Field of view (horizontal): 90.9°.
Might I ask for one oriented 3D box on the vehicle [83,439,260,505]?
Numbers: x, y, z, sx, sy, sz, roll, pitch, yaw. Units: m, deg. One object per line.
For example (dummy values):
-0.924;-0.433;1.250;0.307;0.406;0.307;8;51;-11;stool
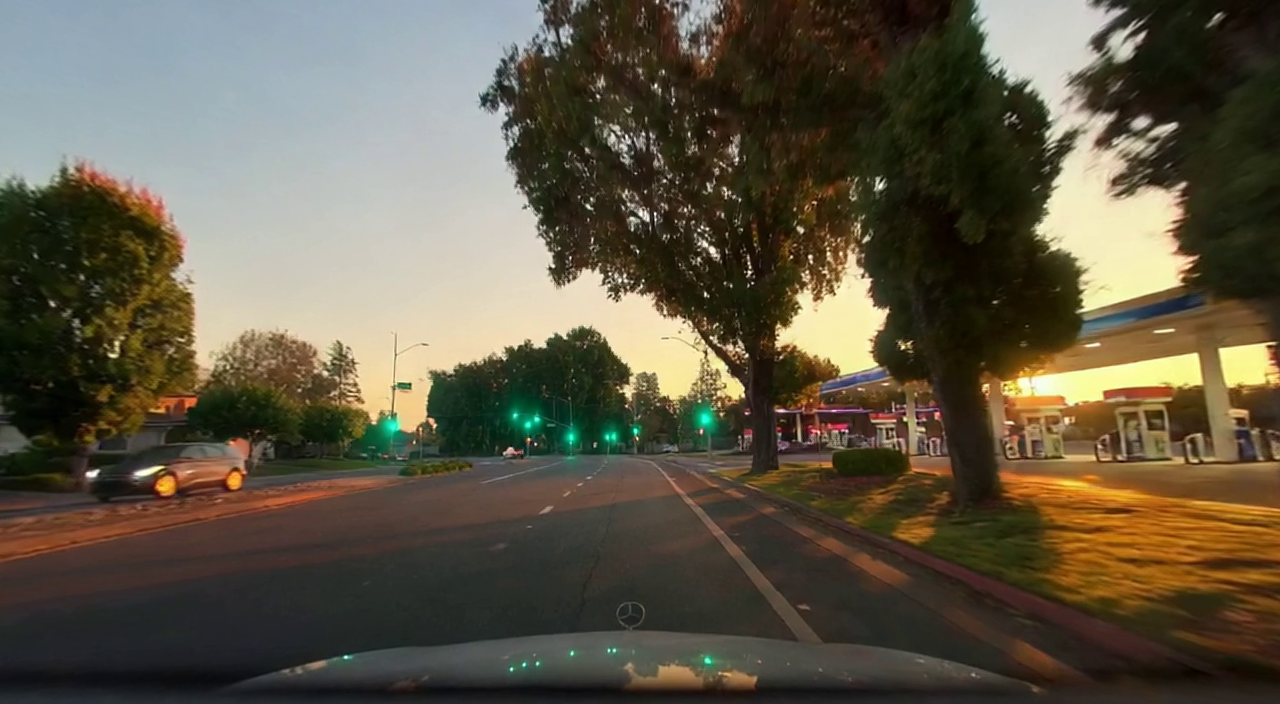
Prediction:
-14.679;3.748;20.199;1.995;1.808;4.759;0;-9;0;vehicle
